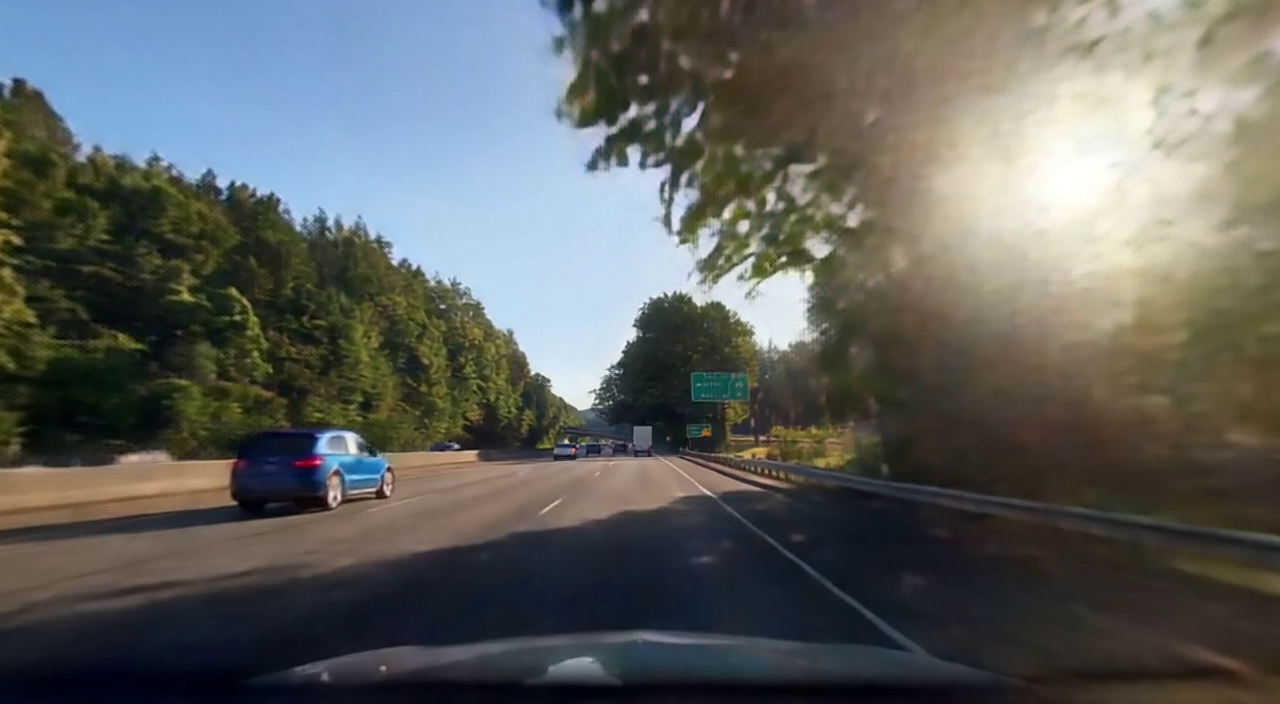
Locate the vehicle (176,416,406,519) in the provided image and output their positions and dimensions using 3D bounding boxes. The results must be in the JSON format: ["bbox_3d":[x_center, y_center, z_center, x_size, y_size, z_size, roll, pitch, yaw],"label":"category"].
[{"bbox_3d":[-7.103,2.409,13.604,2.253,1.815,4.618,0,-9,1],"label":"vehicle"}]

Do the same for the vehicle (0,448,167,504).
[{"bbox_3d":[-17.710,3.805,19.794,2.002,1.515,4.650,0,-9,1],"label":"vehicle"}]
